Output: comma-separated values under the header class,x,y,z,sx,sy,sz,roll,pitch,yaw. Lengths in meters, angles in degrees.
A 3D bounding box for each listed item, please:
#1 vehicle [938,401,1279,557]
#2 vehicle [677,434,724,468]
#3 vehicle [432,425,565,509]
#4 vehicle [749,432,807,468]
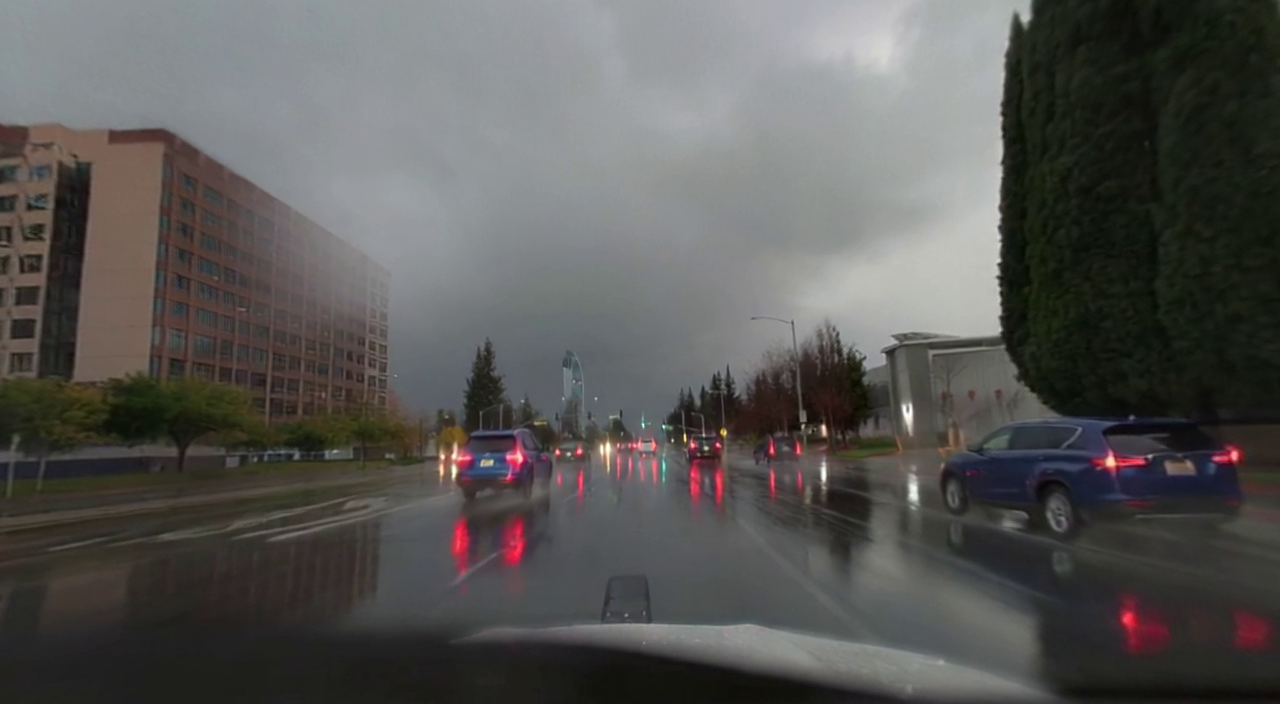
class,x,y,z,sx,sy,sz,roll,pitch,yaw
vehicle,6.432,1.717,9.135,2.088,1.666,4.512,-1,-9,1
vehicle,3.395,5.673,36.255,2.178,1.804,4.766,0,-9,0
vehicle,-3.200,2.721,15.309,2.141,1.719,4.379,-1,-9,1
vehicle,7.421,5.312,34.256,2.076,1.793,4.464,0,-9,-1
